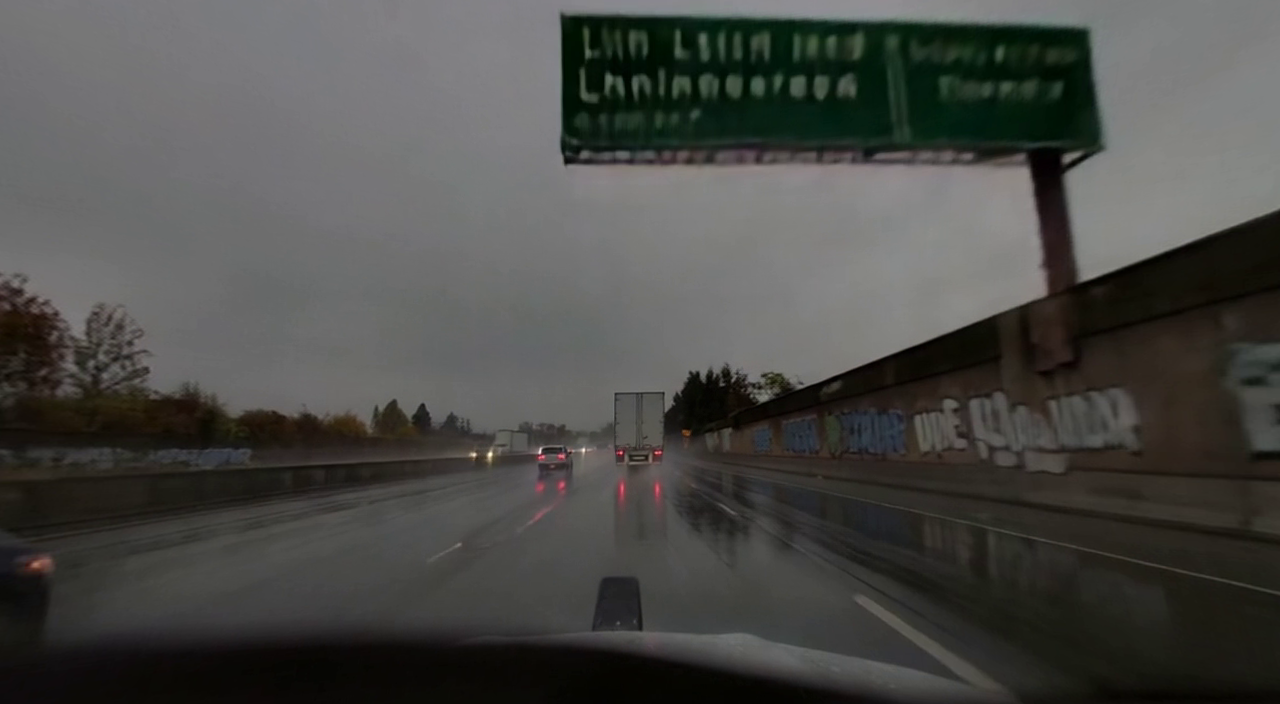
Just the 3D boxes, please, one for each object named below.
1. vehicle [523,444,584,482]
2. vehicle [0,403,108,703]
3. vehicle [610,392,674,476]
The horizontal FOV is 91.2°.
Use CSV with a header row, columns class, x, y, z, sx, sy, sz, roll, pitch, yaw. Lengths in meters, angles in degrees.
class,x,y,z,sx,sy,sz,roll,pitch,yaw
vehicle,-3.736,4.888,27.806,2.158,1.538,4.047,0,-9,0
vehicle,-3.817,0.751,1.242,1.936,1.500,4.055,0,-9,0
vehicle,0.025,4.751,35.492,3.042,4.023,10.832,0,-9,-1
